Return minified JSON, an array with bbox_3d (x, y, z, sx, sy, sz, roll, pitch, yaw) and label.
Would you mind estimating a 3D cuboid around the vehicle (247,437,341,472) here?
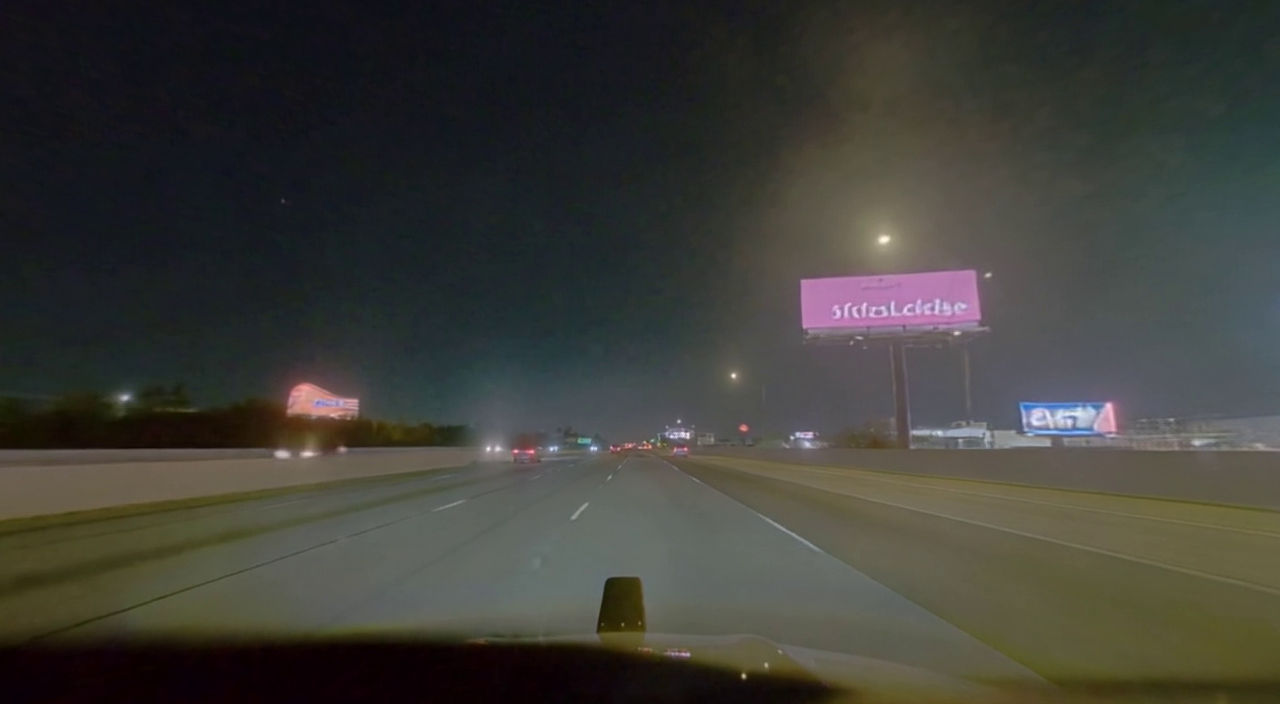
[{"bbox_3d":[-18.837,5.600,34.560,2.091,1.748,5.346,0,-9,1],"label":"vehicle"}]
